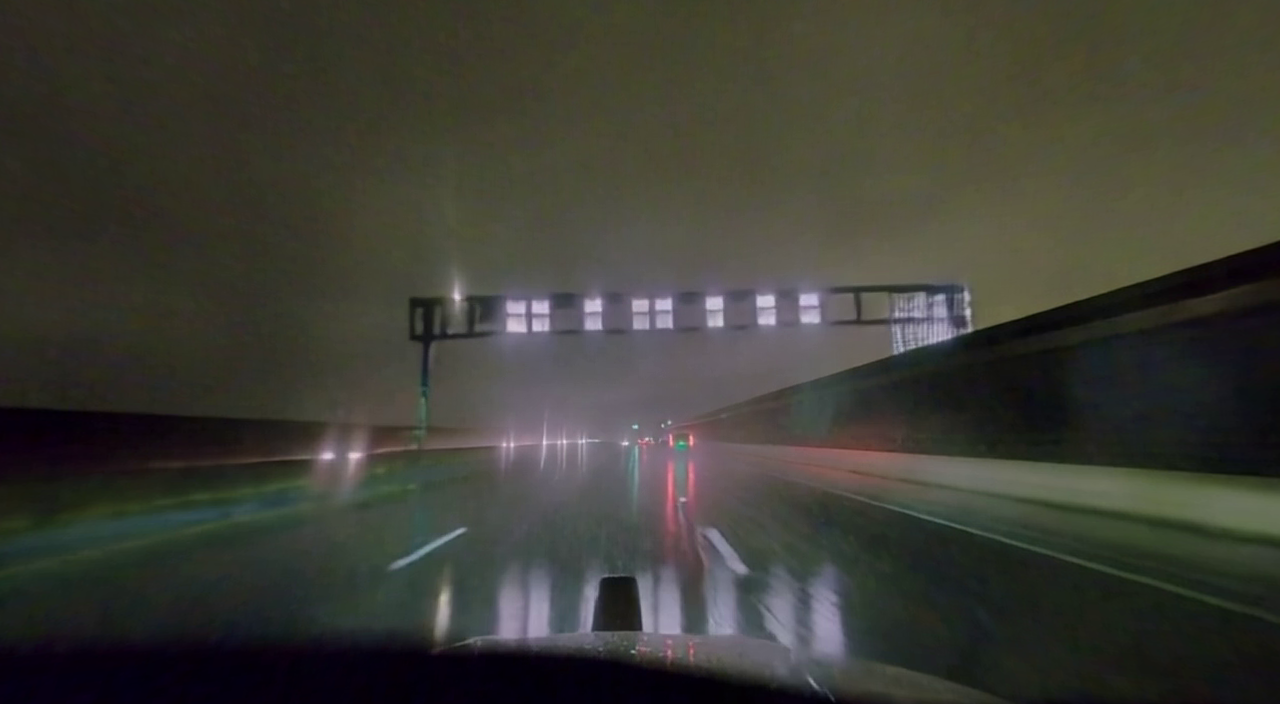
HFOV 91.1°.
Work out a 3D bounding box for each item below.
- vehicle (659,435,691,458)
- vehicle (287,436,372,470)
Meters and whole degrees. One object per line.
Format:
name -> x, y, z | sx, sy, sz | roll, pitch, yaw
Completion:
vehicle -> 2.331, 6.373, 42.685 | 1.946, 1.481, 3.969 | 0, -8, 0
vehicle -> -16.212, 5.260, 33.108 | 1.988, 1.629, 4.622 | 0, -8, 2
